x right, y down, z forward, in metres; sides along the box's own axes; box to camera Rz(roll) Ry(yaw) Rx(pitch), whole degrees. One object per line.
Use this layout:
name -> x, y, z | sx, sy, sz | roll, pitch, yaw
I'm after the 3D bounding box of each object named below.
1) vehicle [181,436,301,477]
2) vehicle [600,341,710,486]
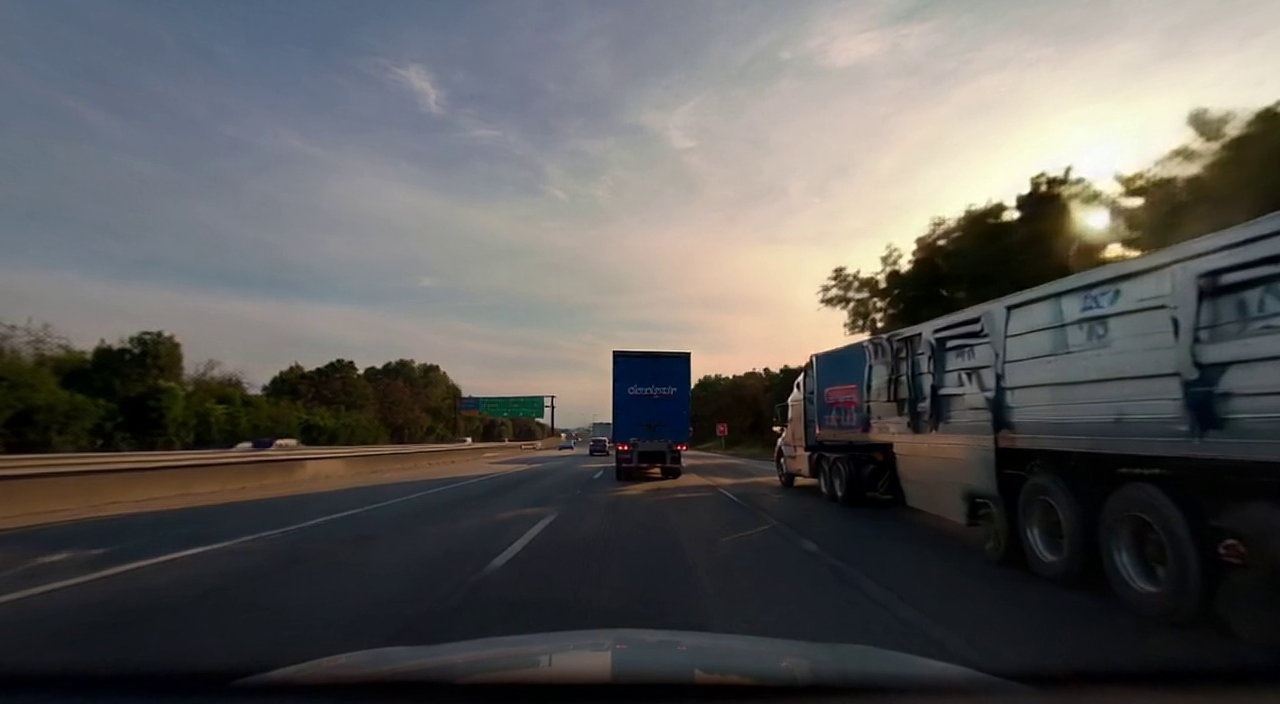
vehicle -> -16.735, 4.373, 26.668 | 2.327, 1.597, 4.211 | 0, -8, 0
vehicle -> 0.362, 2.290, 21.861 | 2.920, 3.860, 10.035 | 0, -8, 0
